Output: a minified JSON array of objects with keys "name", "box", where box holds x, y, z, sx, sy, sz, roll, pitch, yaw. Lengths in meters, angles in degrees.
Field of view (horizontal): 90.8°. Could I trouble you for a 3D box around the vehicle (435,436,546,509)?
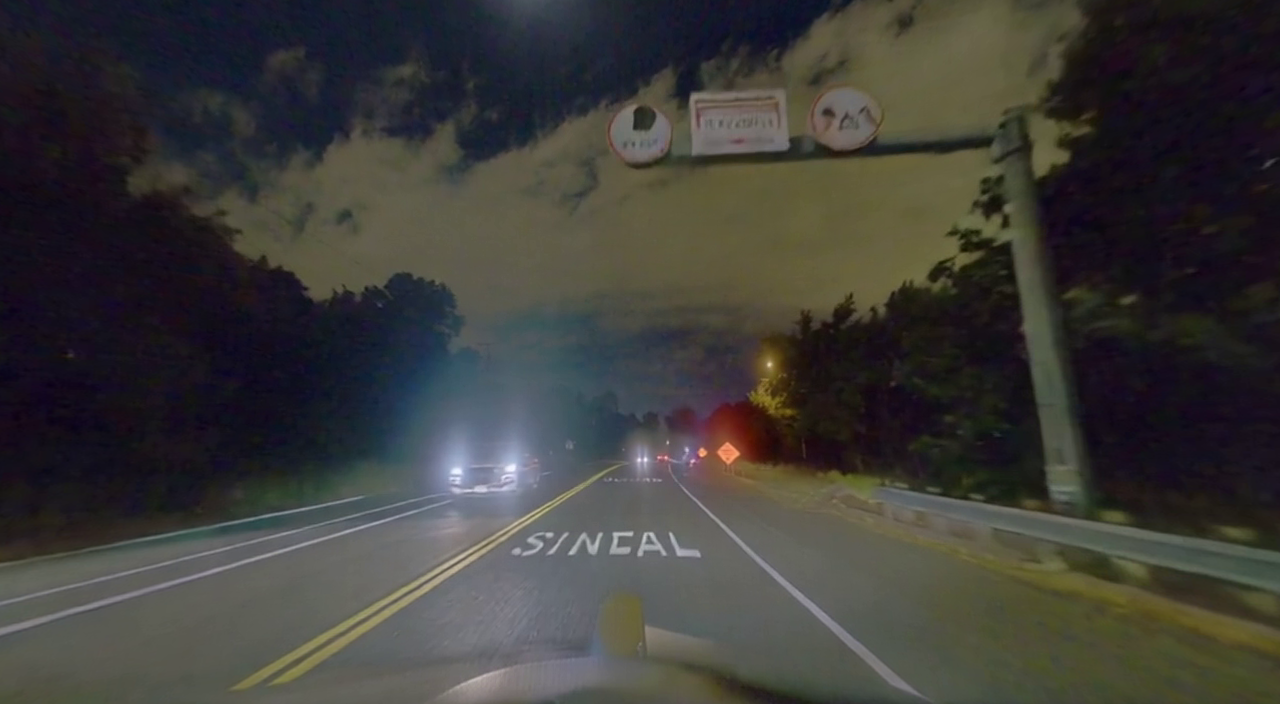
[{"name":"vehicle","box":[-3.999,3.294,17.711,2.018,1.702,4.423,-2,-9,0]}]
